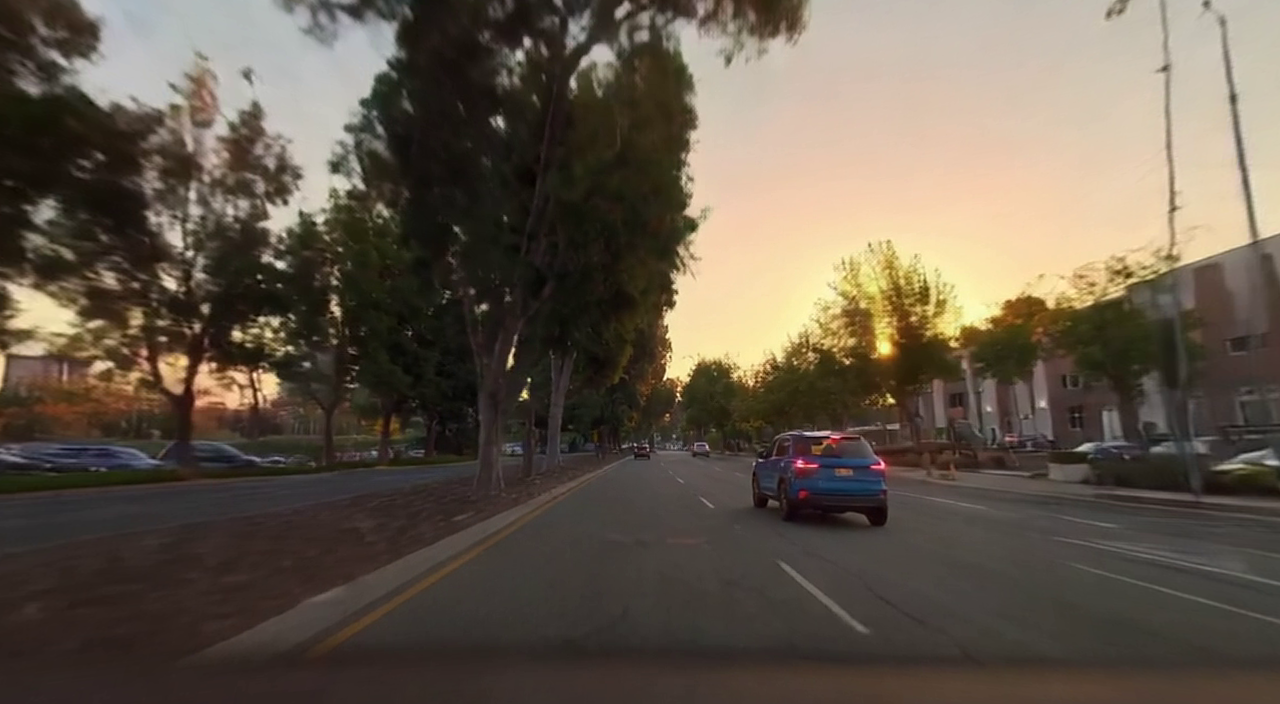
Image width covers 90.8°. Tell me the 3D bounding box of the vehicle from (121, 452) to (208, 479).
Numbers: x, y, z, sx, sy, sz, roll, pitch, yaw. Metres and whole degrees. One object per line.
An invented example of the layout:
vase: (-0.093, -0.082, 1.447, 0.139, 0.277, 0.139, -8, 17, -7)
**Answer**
vehicle: (-36.245, 8.642, 48.245, 4.983, 1.727, 2.059, -2, -7, -3)

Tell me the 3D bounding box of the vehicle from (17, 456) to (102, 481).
vehicle: (-42.199, 8.455, 45.975, 4.291, 1.703, 1.976, 0, -8, 2)

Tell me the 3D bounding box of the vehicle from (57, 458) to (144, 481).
vehicle: (-36.480, 7.953, 42.756, 4.190, 1.483, 1.866, -1, -8, 3)

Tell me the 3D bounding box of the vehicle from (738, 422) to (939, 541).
vehicle: (3.161, 2.157, 11.163, 2.060, 1.665, 4.284, 0, -8, -1)
